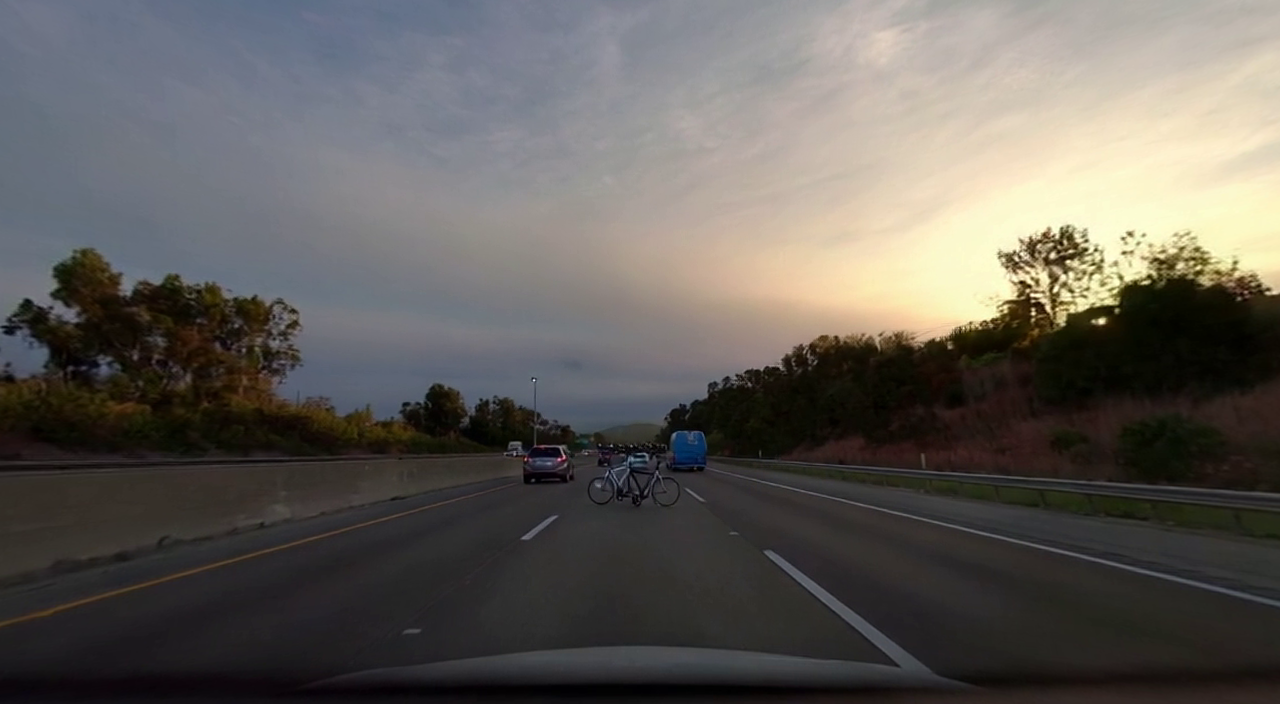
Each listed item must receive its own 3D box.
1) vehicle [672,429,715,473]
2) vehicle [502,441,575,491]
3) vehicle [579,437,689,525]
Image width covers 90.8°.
[{"bbox_3d":[3.442,6.544,41.637,2.234,2.679,5.372,0,-9,-1],"label":"vehicle"},{"bbox_3d":[-3.713,4.267,23.934,1.985,1.671,4.604,0,-9,1],"label":"vehicle"},{"bbox_3d":[-0.093,2.609,13.172,1.973,1.574,3.426,0,-9,1],"label":"vehicle"}]
